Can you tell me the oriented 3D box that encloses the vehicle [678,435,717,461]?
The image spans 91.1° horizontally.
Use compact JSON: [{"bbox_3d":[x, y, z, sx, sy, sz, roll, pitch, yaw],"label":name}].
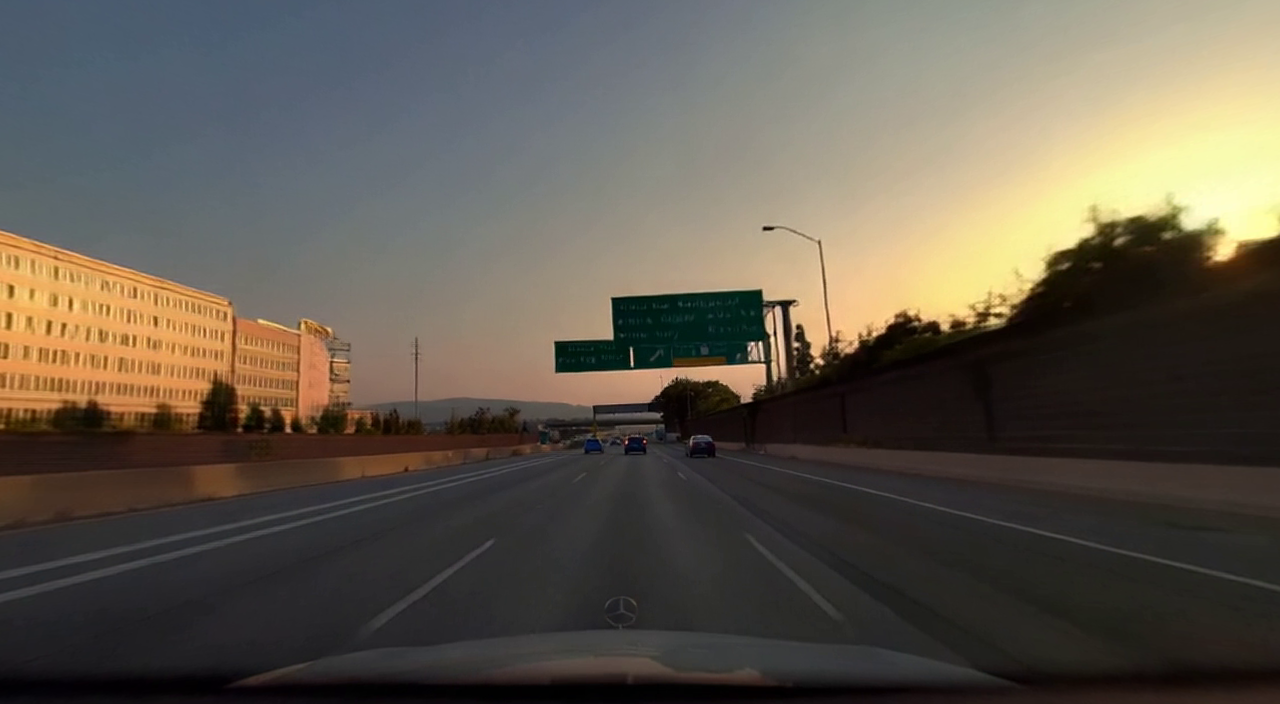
[{"bbox_3d":[3.527,5.961,39.090,1.992,1.532,3.996,0,-8,-1],"label":"vehicle"}]
